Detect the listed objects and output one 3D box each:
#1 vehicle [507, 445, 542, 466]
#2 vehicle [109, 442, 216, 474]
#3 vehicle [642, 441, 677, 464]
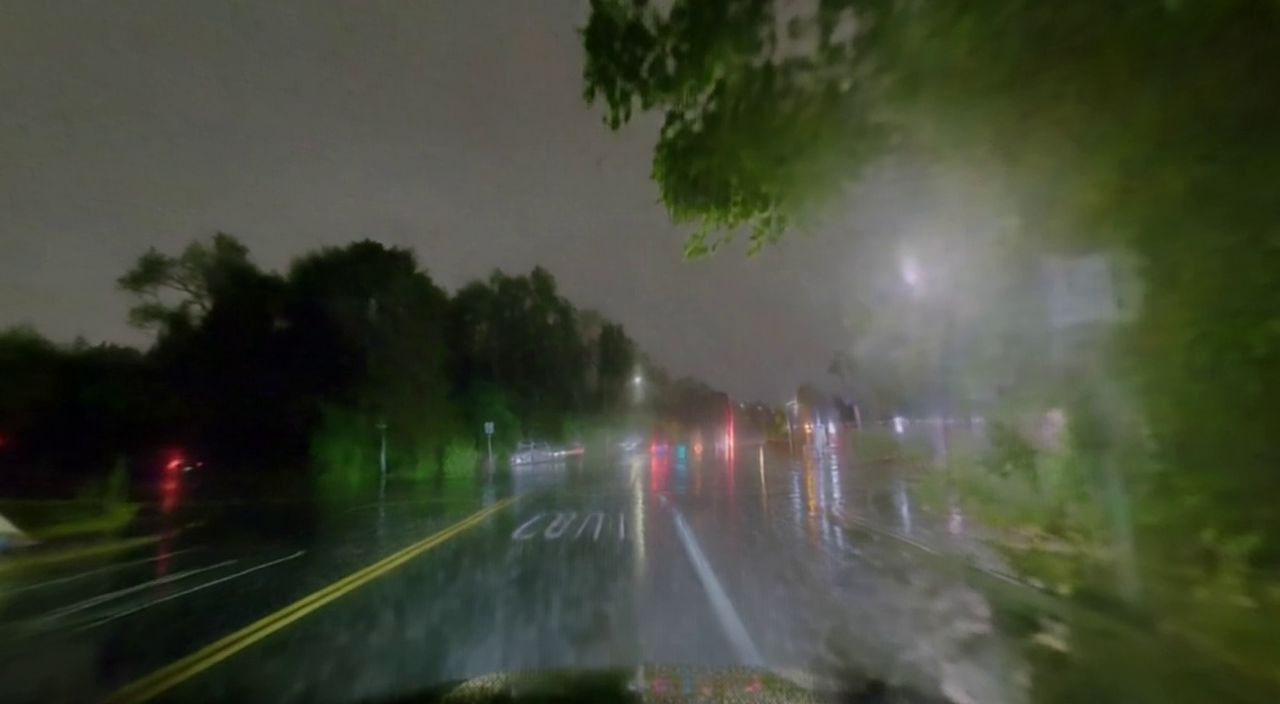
[{"bbox_3d":[-8.762,7.871,48.208,2.102,1.507,4.049,0,-8,-3],"label":"vehicle"},{"bbox_3d":[-28.021,6.203,37.065,4.986,1.796,2.066,-1,-8,11],"label":"vehicle"},{"bbox_3d":[1.277,6.825,43.028,2.051,1.461,4.100,0,-8,-2],"label":"vehicle"}]
